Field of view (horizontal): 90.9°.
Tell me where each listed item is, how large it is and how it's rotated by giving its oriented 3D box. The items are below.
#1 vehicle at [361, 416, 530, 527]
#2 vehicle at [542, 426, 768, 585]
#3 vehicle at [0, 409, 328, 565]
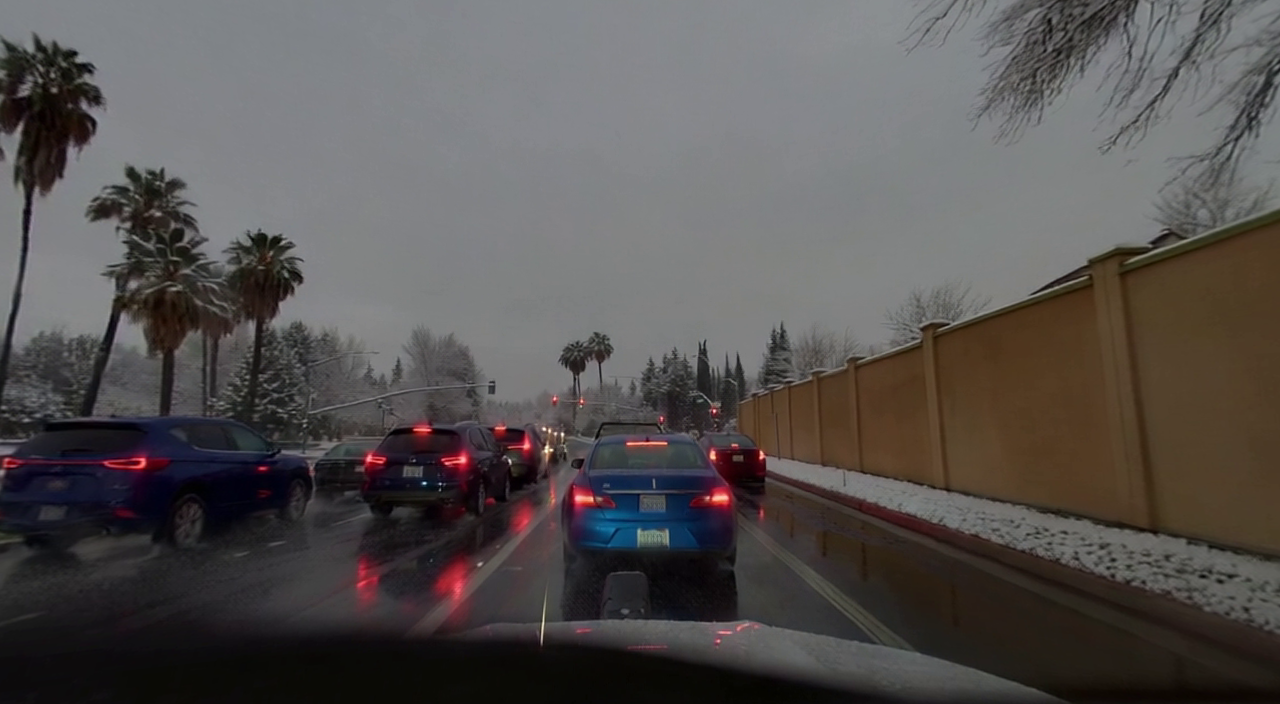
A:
[{"bbox_3d":[-3.458,2.209,12.168,2.007,1.746,4.136,0,-8,-1],"label":"vehicle"},{"bbox_3d":[0.065,1.763,8.138,2.128,1.473,4.272,0,-8,-2],"label":"vehicle"},{"bbox_3d":[-6.688,1.832,9.302,1.963,1.721,4.467,0,-8,-2],"label":"vehicle"}]
